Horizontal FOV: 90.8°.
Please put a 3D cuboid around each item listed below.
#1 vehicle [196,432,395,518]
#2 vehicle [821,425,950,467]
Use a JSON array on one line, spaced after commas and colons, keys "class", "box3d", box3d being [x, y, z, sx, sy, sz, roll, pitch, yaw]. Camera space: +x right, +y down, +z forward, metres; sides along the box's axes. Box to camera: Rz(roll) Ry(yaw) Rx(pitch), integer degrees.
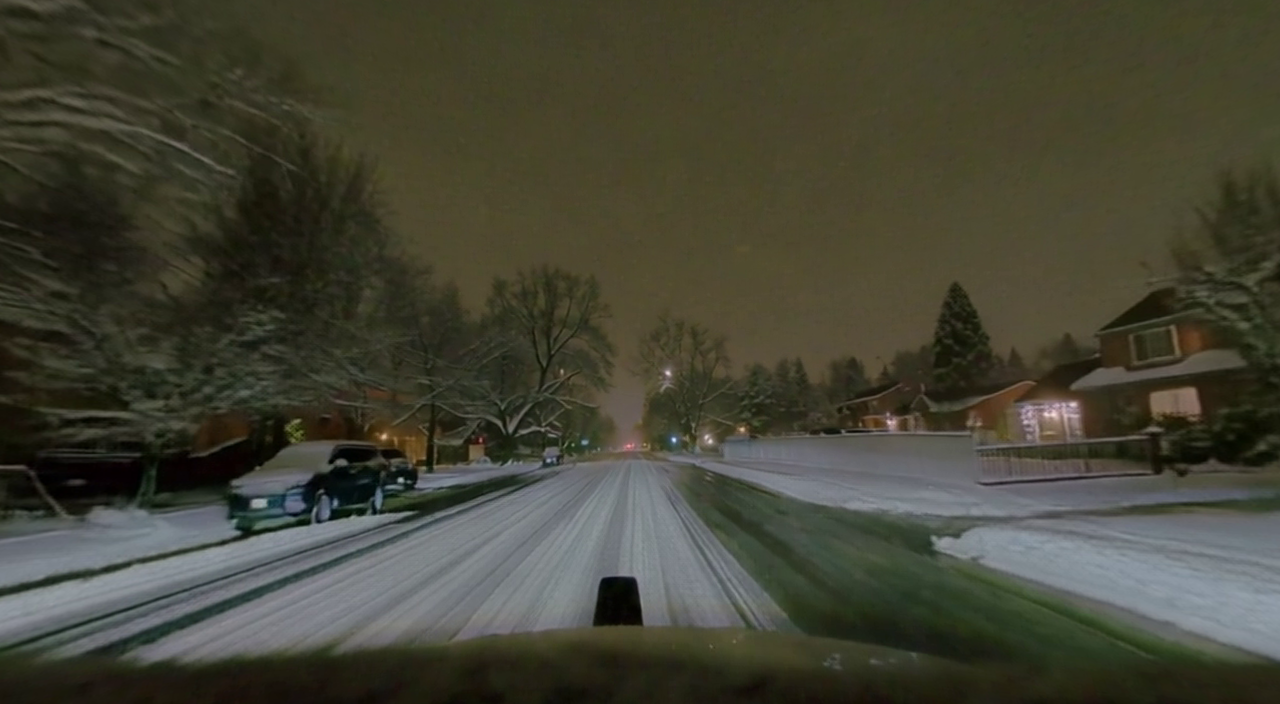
[{"class": "vehicle", "box3d": [-8.506, 3.118, 16.357, 2.352, 1.843, 4.979, -1, -10, 0]}, {"class": "vehicle", "box3d": [11.973, 4.606, 31.021, 5.367, 1.953, 2.257, 1, -9, -9]}]
